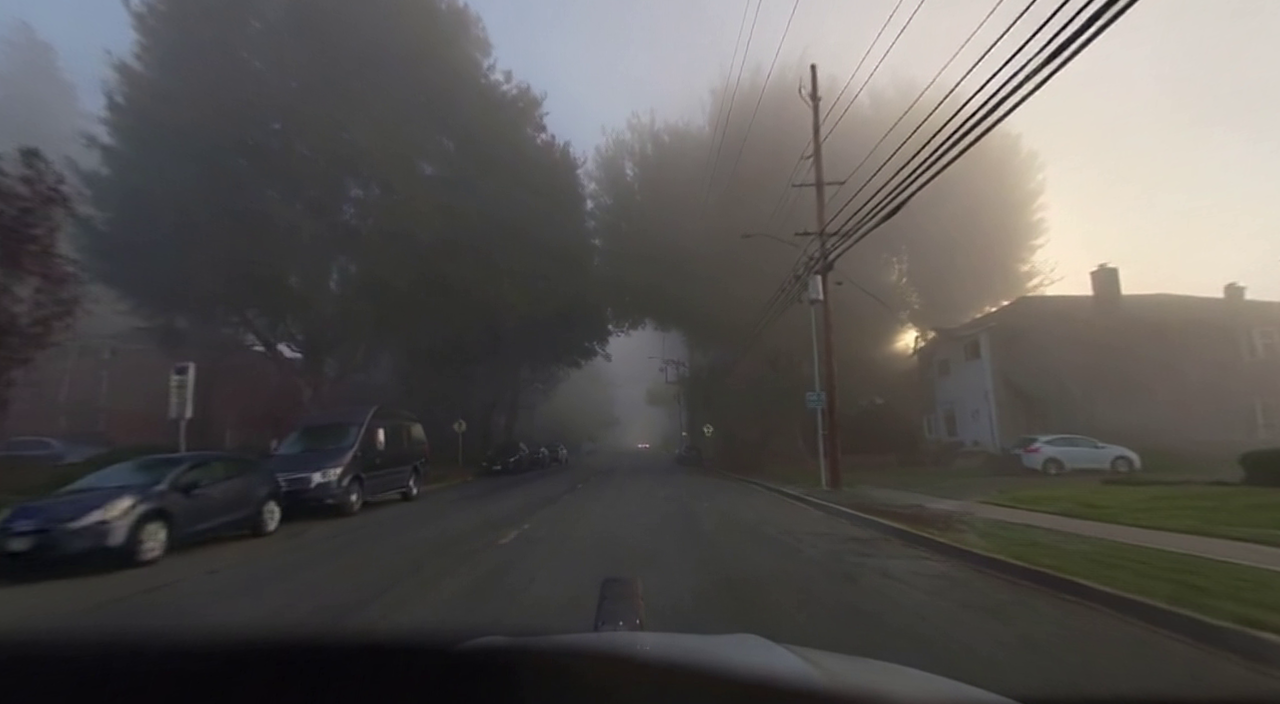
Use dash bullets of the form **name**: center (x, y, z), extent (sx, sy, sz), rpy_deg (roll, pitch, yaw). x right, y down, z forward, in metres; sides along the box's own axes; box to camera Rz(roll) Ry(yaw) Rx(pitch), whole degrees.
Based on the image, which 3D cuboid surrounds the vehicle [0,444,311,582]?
- **vehicle**: center (-6.695, 2.104, 8.956), extent (1.846, 1.427, 4.260), rpy_deg (-1, -10, -1)

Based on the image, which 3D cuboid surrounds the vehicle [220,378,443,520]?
- **vehicle**: center (-6.815, 2.332, 15.050), extent (2.439, 2.724, 5.647), rpy_deg (0, -10, -1)

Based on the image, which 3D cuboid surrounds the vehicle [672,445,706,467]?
- **vehicle**: center (3.290, 7.058, 43.064), extent (1.869, 1.453, 4.237), rpy_deg (0, -9, -2)

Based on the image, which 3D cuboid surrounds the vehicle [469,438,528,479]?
- **vehicle**: center (-6.794, 5.150, 30.774), extent (1.963, 1.820, 4.297), rpy_deg (0, -9, -1)

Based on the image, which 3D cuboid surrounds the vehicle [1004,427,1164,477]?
- **vehicle**: center (16.050, 3.658, 23.017), extent (4.275, 1.645, 1.874), rpy_deg (-1, -10, 1)
